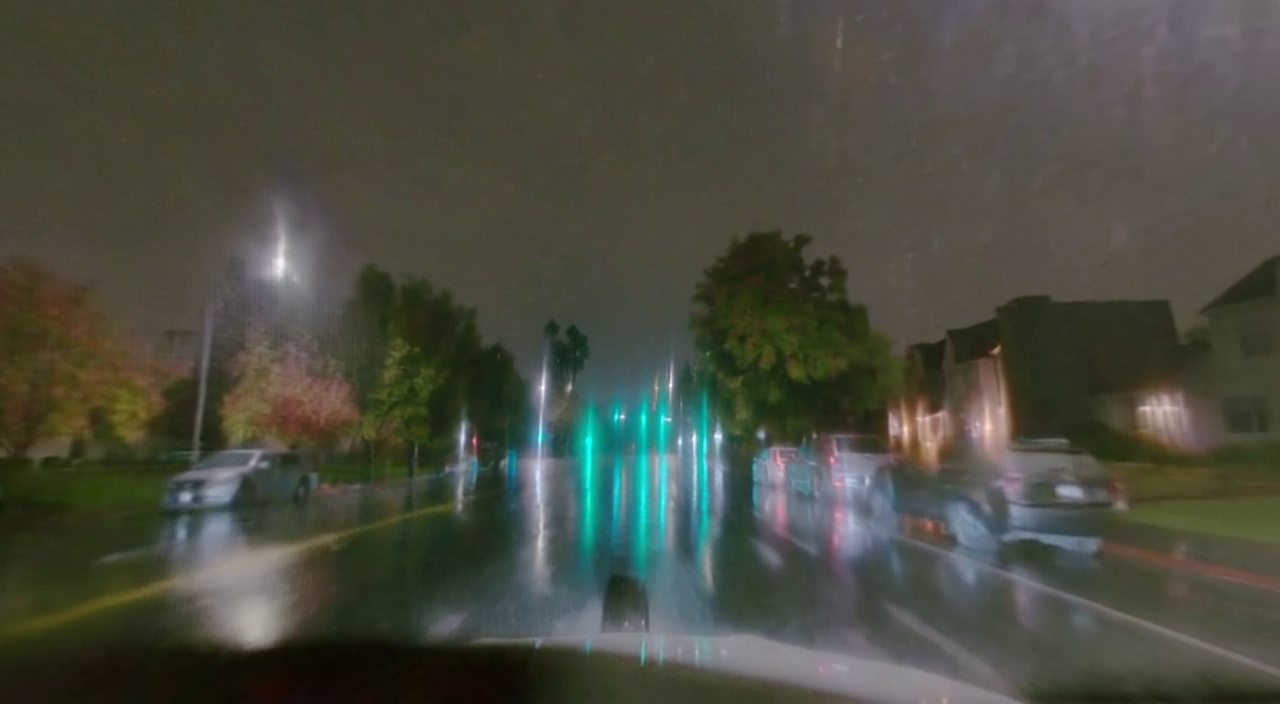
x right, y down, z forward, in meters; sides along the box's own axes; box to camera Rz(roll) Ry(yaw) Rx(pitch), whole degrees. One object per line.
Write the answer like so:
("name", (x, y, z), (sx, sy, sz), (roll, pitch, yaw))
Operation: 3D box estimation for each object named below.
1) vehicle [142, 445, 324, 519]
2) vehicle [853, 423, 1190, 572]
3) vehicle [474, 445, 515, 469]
("vehicle", (-11.604, 3.670, 18.484), (2.054, 1.704, 4.710), (-3, -8, 3))
("vehicle", (5.057, 1.989, 9.549), (1.885, 1.603, 5.235), (0, -9, 1))
("vehicle", (-11.147, 8.053, 48.683), (2.023, 1.629, 4.822), (-2, -8, 0))
